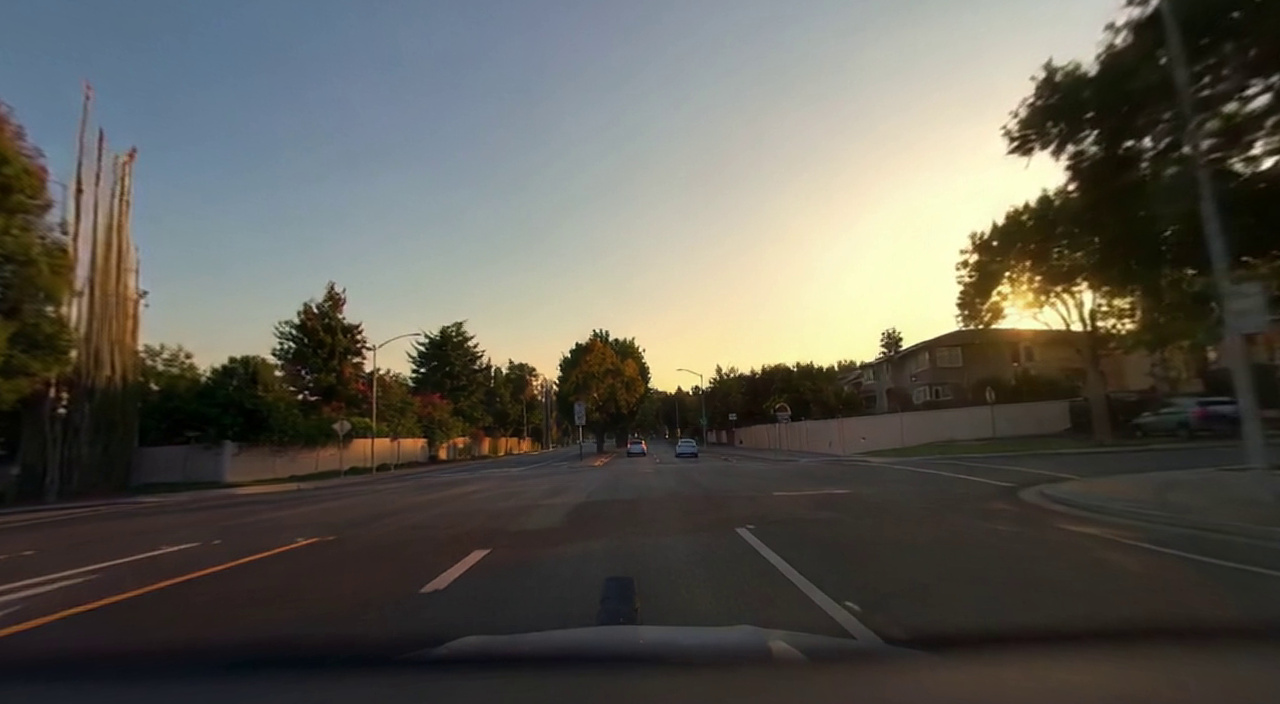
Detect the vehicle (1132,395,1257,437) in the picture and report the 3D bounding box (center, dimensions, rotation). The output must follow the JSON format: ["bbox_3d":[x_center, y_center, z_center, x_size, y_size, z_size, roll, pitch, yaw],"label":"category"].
[{"bbox_3d":[31.094,3.509,35.714,2.072,2.012,5.323,-5,-4,-1],"label":"vehicle"}]
